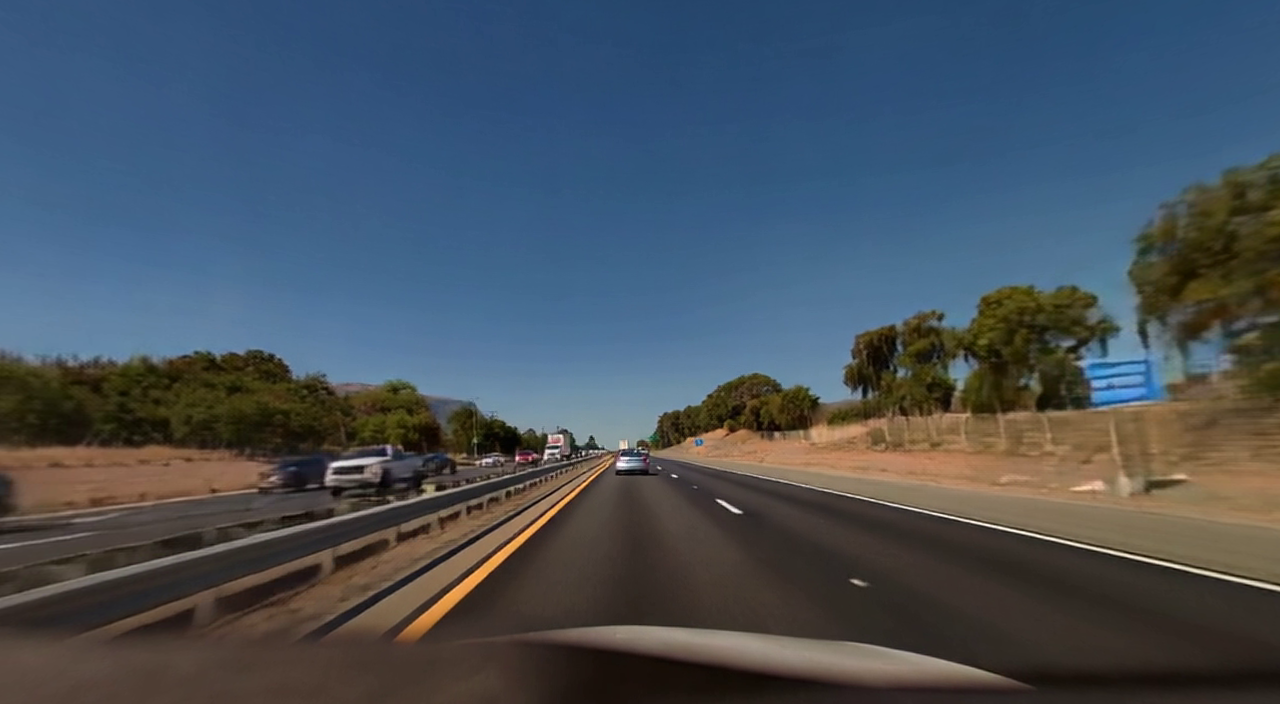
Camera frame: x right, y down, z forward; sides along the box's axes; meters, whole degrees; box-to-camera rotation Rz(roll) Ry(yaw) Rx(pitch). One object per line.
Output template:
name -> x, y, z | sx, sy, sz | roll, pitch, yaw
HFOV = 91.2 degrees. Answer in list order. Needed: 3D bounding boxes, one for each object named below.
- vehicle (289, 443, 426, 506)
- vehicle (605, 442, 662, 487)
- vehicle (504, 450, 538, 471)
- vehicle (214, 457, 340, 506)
vehicle -> -8.336, 3.627, 19.034 | 2.090, 1.653, 4.437 | 0, -9, 0
vehicle -> -0.284, 4.217, 23.715 | 1.971, 1.518, 4.108 | 0, -9, -2
vehicle -> -9.136, 8.381, 48.422 | 1.893, 1.519, 4.127 | 0, -9, -1
vehicle -> -12.797, 4.558, 22.492 | 1.864, 1.488, 4.473 | 0, -9, -1
